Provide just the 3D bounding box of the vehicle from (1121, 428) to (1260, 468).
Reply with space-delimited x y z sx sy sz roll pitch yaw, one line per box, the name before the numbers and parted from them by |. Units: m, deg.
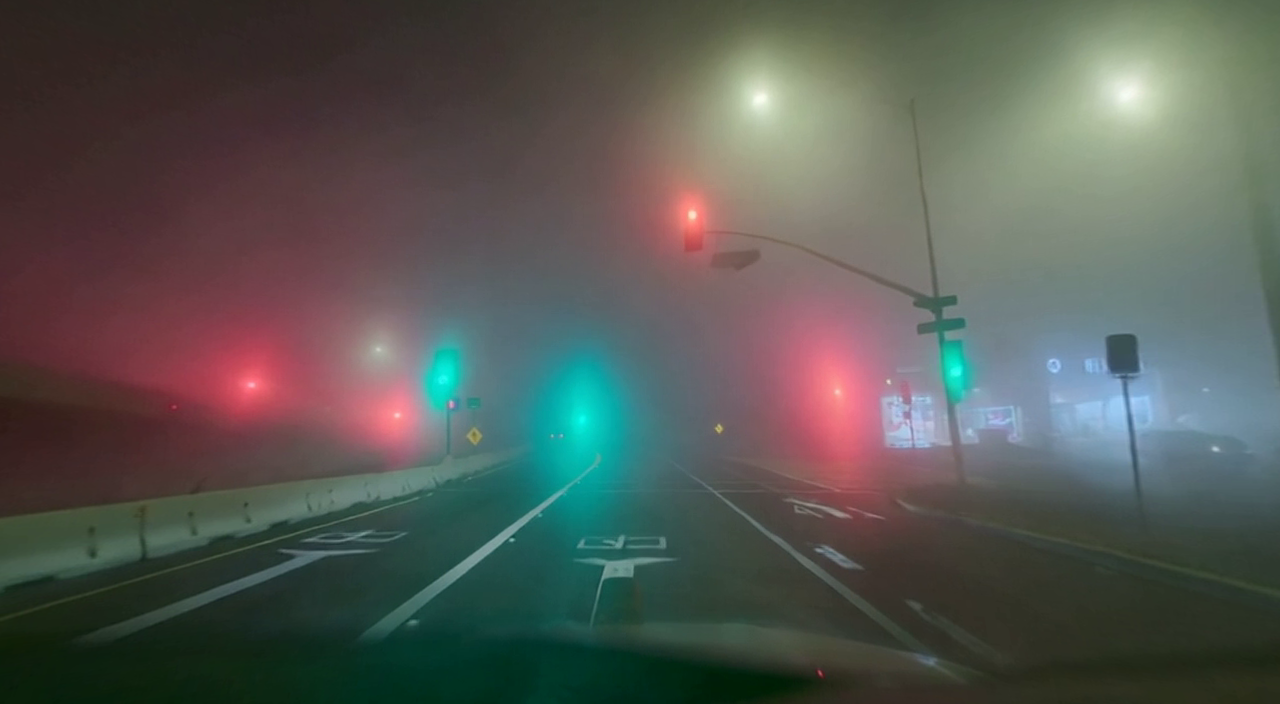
vehicle | 22.474 3.934 25.781 1.717 1.486 3.824 4 -10 -32
